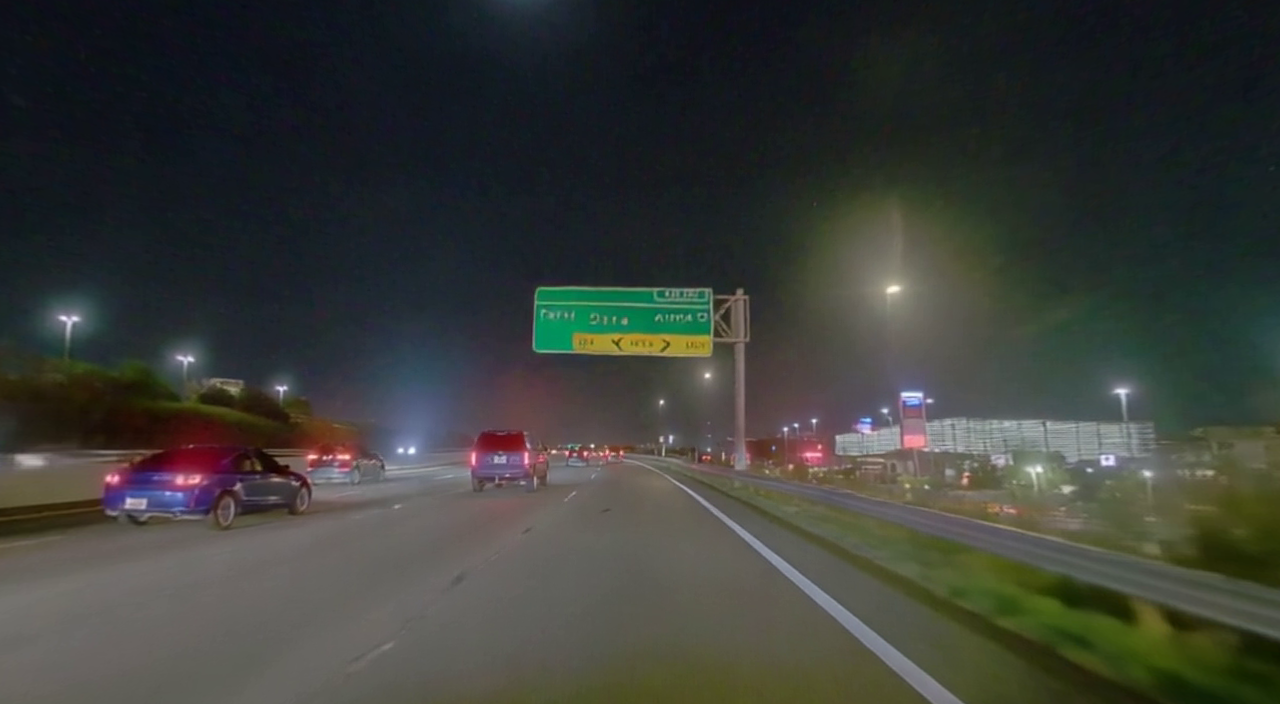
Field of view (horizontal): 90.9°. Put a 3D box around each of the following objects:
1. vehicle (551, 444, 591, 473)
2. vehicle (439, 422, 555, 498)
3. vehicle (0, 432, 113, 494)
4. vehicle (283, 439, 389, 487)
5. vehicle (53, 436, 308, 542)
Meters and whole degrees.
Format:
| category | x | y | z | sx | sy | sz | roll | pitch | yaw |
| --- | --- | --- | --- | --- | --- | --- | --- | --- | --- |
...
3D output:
| category | x | y | z | sx | sy | sz | roll | pitch | yaw |
| --- | --- | --- | --- | --- | --- | --- | --- | --- | --- |
| vehicle | -4.067 | 6.330 | 37.601 | 1.955 | 1.614 | 3.817 | 0 | -8 | -1 |
| vehicle | -4.111 | 3.225 | 19.261 | 2.301 | 1.985 | 5.247 | 0 | -8 | 0 |
| vehicle | -20.559 | 3.534 | 20.253 | 2.224 | 1.888 | 5.868 | 0 | -8 | -1 |
| vehicle | -11.701 | 4.267 | 24.656 | 1.919 | 1.665 | 4.394 | 0 | -8 | 0 |
| vehicle | -7.521 | 2.217 | 10.819 | 1.796 | 1.509 | 3.393 | 0 | -8 | -1 |
